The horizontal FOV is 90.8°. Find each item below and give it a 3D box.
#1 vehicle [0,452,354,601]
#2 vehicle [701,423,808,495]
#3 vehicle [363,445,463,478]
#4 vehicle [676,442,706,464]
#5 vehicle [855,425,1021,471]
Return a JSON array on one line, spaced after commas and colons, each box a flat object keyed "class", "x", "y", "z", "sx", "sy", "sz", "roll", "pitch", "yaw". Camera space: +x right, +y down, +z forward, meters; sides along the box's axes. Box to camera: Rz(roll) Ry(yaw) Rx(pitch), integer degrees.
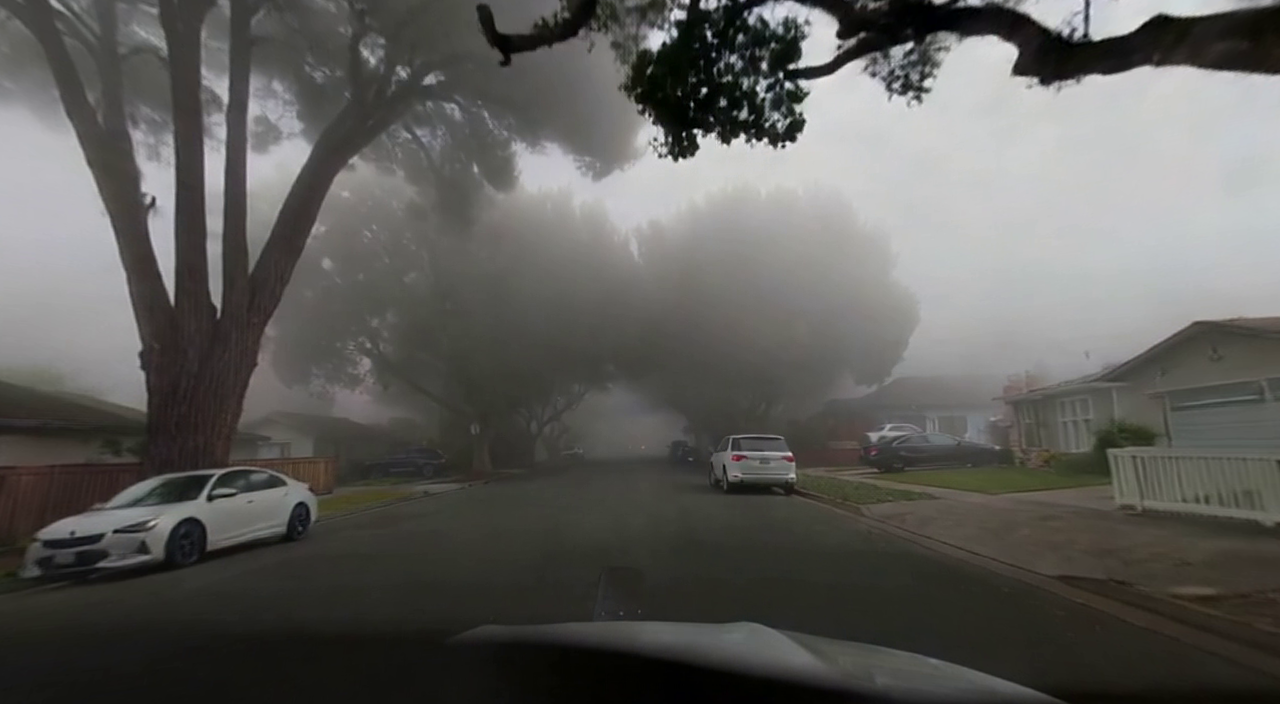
[{"class": "vehicle", "x": -6.250, "y": 2.298, "z": 9.232, "sx": 2.099, "sy": 1.399, "sz": 4.357, "roll": -4, "pitch": -8, "yaw": 1}, {"class": "vehicle", "x": 3.293, "y": 3.225, "z": 19.391, "sx": 2.241, "sy": 1.875, "sz": 5.059, "roll": 0, "pitch": -8, "yaw": -1}, {"class": "vehicle", "x": -12.917, "y": 6.215, "z": 36.138, "sx": 4.928, "sy": 1.797, "sz": 1.981, "roll": -1, "pitch": -9, "yaw": 2}, {"class": "vehicle", "x": 3.692, "y": 7.445, "z": 46.735, "sx": 2.016, "sy": 1.567, "sz": 4.228, "roll": -1, "pitch": -8, "yaw": 2}, {"class": "vehicle", "x": 10.601, "y": 3.495, "z": 22.893, "sx": 5.041, "sy": 1.486, "sz": 1.969, "roll": -3, "pitch": -9, "yaw": 13}]
